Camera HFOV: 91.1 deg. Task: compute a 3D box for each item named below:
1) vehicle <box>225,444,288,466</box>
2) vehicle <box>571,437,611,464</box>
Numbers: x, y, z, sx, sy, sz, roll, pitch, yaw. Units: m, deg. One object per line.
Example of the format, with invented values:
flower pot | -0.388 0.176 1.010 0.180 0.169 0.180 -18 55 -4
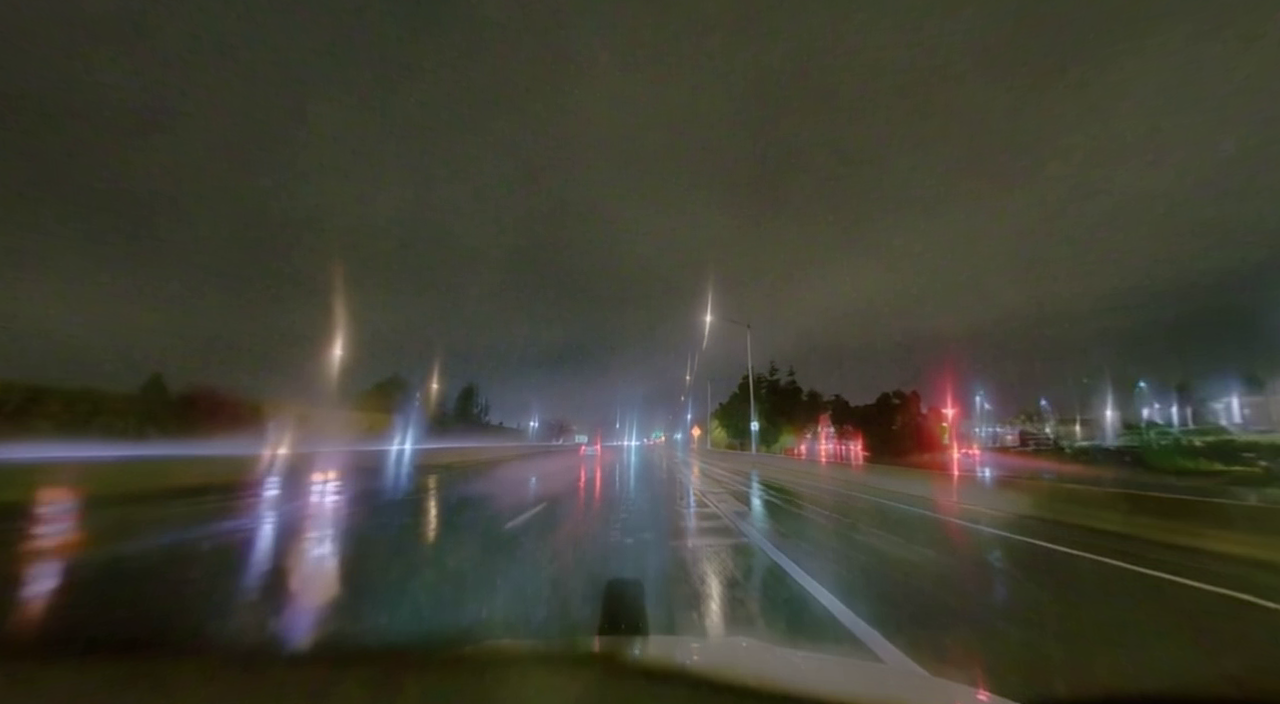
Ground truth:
vehicle | -29.338 7.869 48.191 1.829 1.542 4.544 -1 -8 3
vehicle | -2.989 6.158 39.334 2.078 1.629 4.059 0 -8 1
